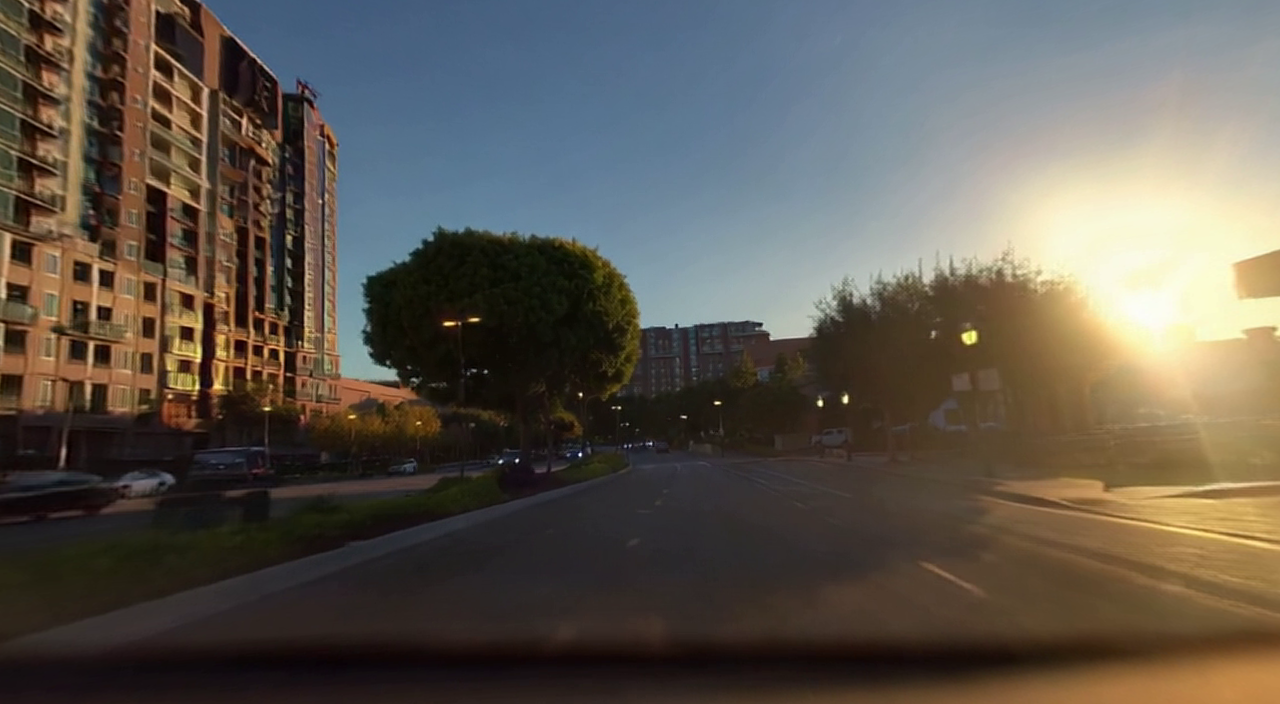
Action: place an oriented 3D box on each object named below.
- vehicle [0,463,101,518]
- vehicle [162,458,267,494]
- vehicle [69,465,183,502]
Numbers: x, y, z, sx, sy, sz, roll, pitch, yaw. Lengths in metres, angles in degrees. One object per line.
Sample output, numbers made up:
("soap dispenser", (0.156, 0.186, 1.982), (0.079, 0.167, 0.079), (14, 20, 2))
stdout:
("vehicle", (-23.289, 5.085, 23.203), (2.065, 1.788, 5.053), (-1, -8, 6))
("vehicle", (-28.439, 8.286, 42.488), (2.403, 2.020, 6.284), (-1, -8, 3))
("vehicle", (-28.781, 7.346, 35.526), (2.073, 1.772, 4.793), (-1, -8, 6))
